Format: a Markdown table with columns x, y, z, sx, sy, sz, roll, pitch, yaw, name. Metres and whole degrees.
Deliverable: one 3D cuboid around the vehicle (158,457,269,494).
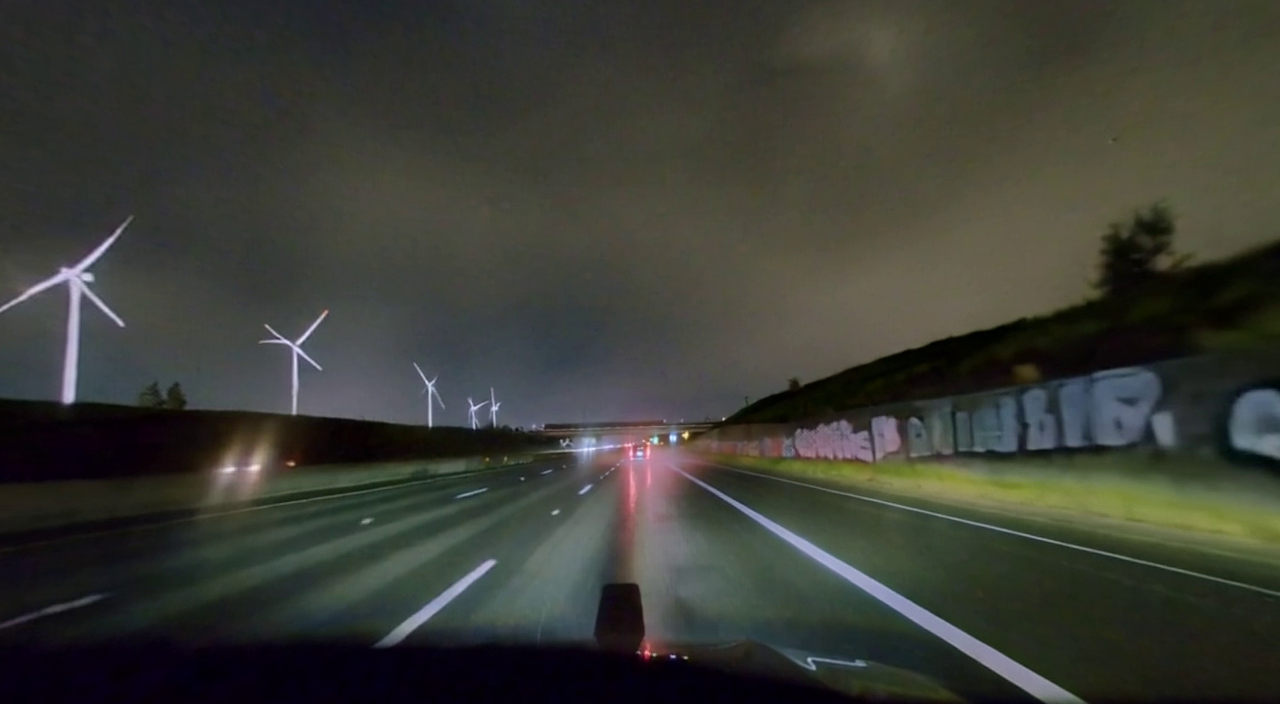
| x | y | z | sx | sy | sz | roll | pitch | yaw | name |
| --- | --- | --- | --- | --- | --- | --- | --- | --- | --- |
| -18.695 | 5.399 | 27.950 | 1.852 | 1.456 | 4.382 | 0 | -9 | 0 | vehicle |
